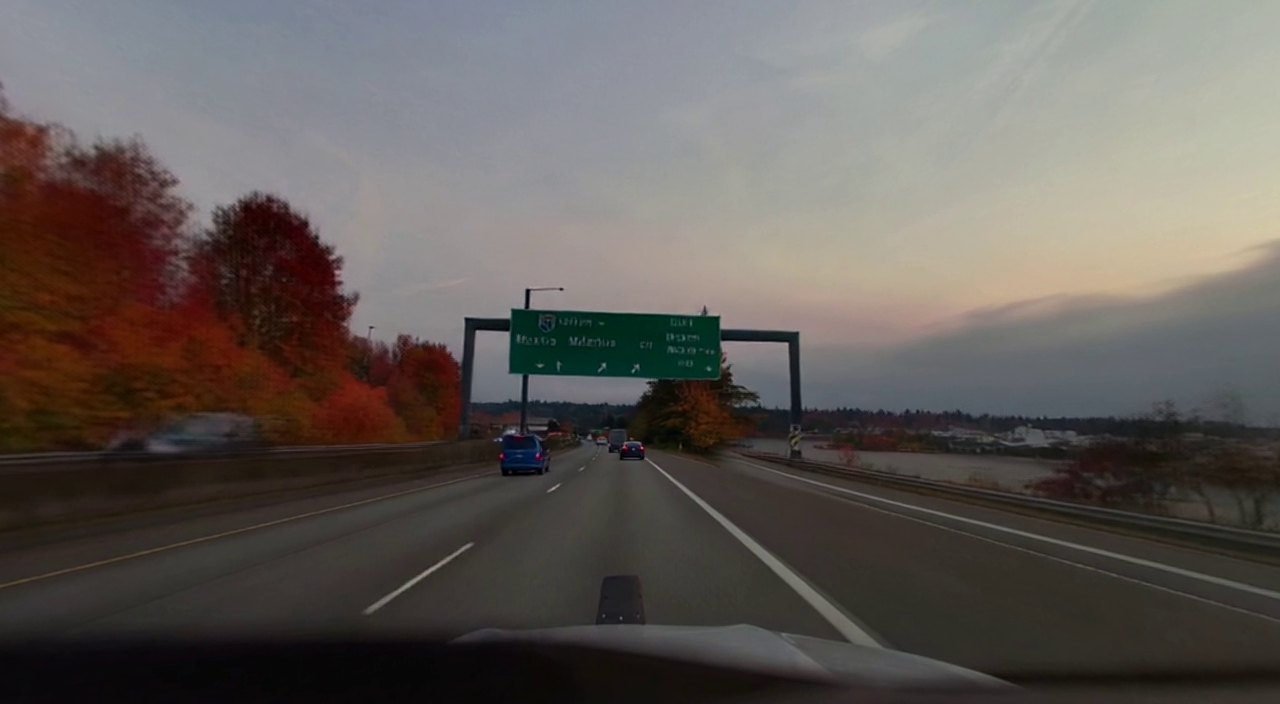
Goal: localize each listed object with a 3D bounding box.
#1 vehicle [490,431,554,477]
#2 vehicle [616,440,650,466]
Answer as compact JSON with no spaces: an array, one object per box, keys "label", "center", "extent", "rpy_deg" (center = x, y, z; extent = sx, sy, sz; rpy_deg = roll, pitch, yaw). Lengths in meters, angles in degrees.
[{"label":"vehicle","center":[-4.777,4.200,26.108],"extent":[1.924,1.720,4.195],"rpy_deg":[0,-8,-1]},{"label":"vehicle","center":[-0.453,6.121,38.453],"extent":[1.939,1.497,3.863],"rpy_deg":[0,-8,-2]}]
